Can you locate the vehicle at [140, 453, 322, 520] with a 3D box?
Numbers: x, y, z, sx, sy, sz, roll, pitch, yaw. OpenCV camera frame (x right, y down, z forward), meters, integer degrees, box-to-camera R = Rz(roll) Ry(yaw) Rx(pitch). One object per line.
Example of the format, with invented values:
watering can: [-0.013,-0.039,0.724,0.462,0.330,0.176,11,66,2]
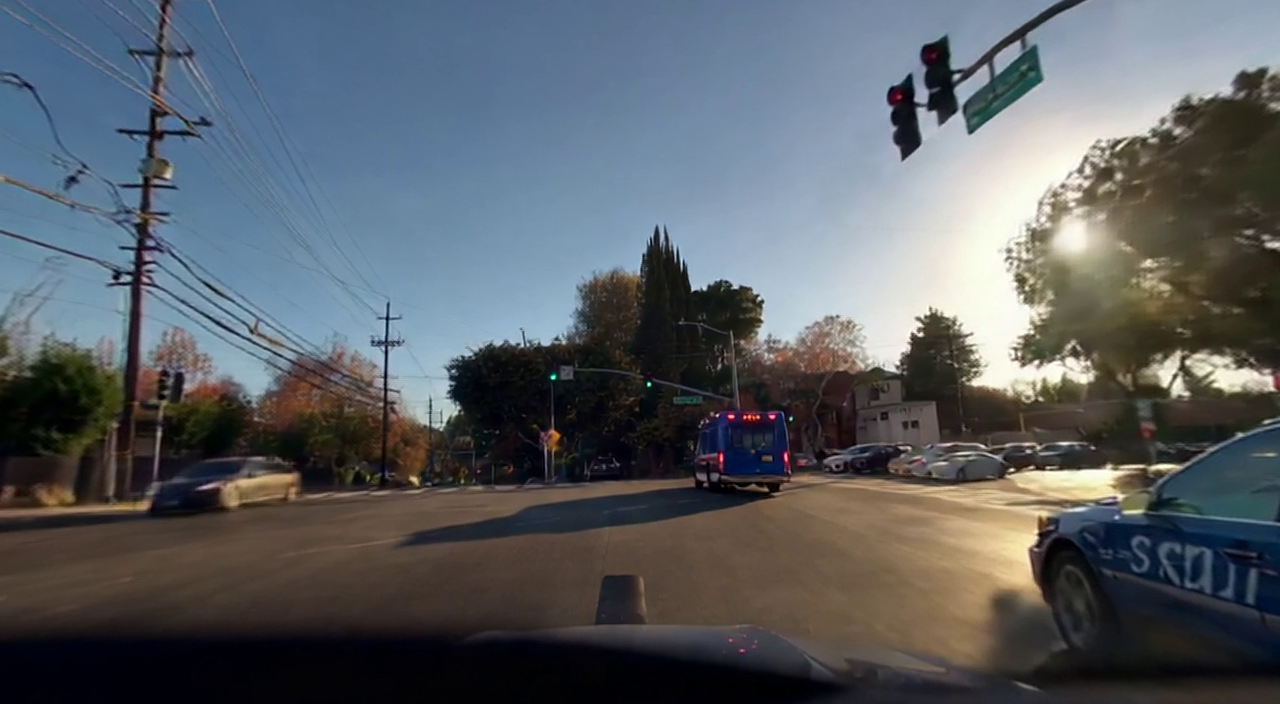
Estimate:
vehicle: [-10.641,3.486,16.960,2.053,1.474,4.489,0,-9,-3]

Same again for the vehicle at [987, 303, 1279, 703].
vehicle: [3.882,0.741,2.663,2.194,1.922,4.822,-1,-9,2]

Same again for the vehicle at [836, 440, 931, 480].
vehicle: [11.394,4.969,29.419,4.897,1.675,2.032,7,-12,-42]

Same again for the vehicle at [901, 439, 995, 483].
vehicle: [12.350,4.315,25.243,3.936,1.594,1.860,7,-11,-41]

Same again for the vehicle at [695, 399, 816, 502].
vehicle: [3.289,3.016,19.475,2.406,2.687,5.521,0,-9,-3]

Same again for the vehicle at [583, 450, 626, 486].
vehicle: [-1.946,6.078,33.430,2.114,1.707,3.725,0,-9,-5]
